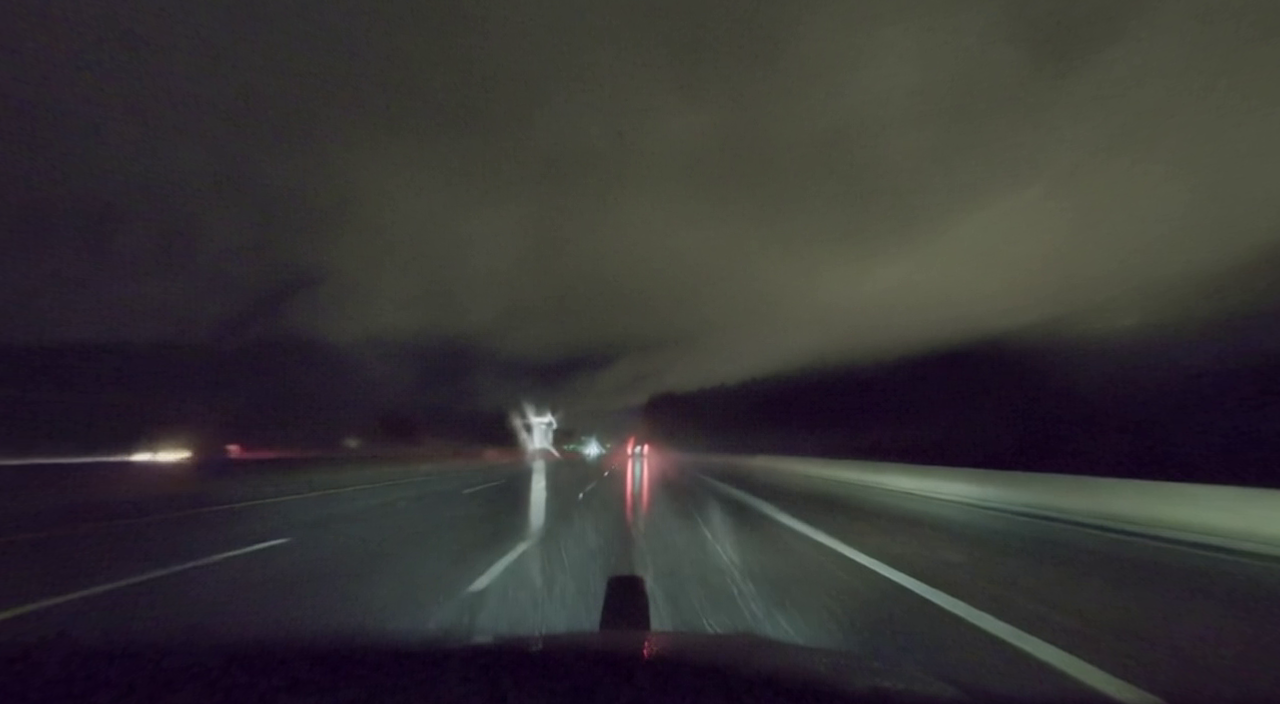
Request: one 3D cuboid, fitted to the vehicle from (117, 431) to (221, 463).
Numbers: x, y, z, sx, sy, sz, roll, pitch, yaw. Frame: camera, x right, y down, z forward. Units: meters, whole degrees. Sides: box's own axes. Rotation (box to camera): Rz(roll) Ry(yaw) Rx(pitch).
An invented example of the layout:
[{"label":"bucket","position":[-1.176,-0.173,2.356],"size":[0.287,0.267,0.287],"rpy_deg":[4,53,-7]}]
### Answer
[{"label":"vehicle","position":[-24.571,4.993,33.057],"size":[1.914,1.593,4.501],"rpy_deg":[0,-9,0]}]
